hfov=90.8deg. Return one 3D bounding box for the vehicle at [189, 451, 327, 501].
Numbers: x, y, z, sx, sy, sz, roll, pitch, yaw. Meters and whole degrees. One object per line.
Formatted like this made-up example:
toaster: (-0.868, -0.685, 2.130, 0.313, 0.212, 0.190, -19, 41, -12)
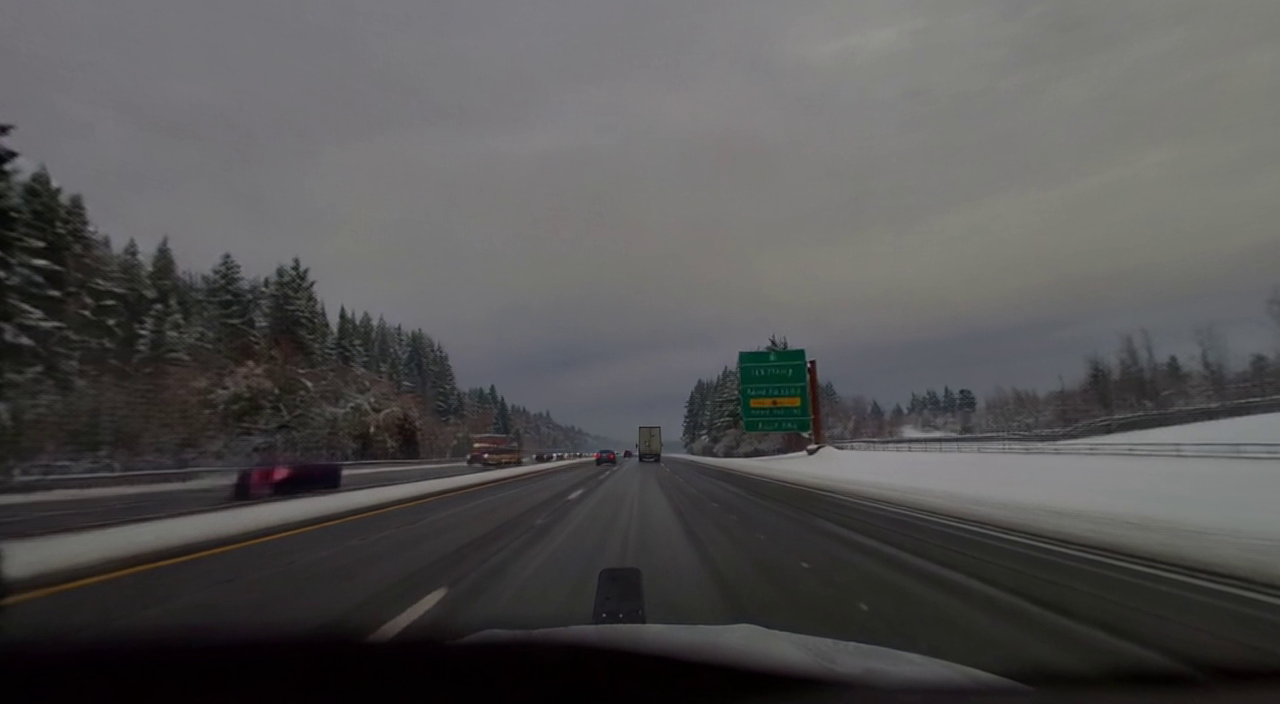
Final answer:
vehicle: (-12.178, 3.944, 20.468, 1.953, 1.454, 3.938, 0, -9, 0)
